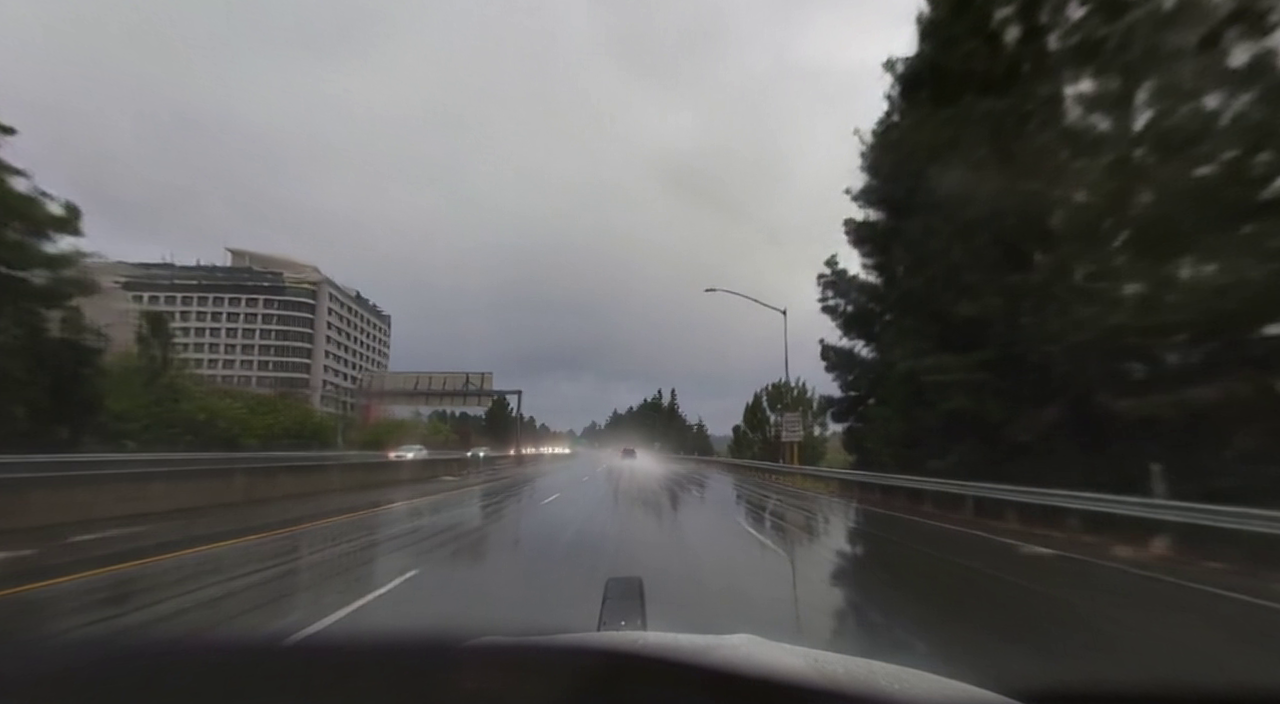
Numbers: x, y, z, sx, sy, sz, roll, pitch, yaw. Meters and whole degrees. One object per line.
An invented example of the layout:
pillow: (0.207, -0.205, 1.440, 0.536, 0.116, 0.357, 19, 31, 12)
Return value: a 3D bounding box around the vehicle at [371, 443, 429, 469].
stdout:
vehicle: (-14.973, 6.516, 39.610, 1.842, 1.473, 4.625, 0, -9, 0)
